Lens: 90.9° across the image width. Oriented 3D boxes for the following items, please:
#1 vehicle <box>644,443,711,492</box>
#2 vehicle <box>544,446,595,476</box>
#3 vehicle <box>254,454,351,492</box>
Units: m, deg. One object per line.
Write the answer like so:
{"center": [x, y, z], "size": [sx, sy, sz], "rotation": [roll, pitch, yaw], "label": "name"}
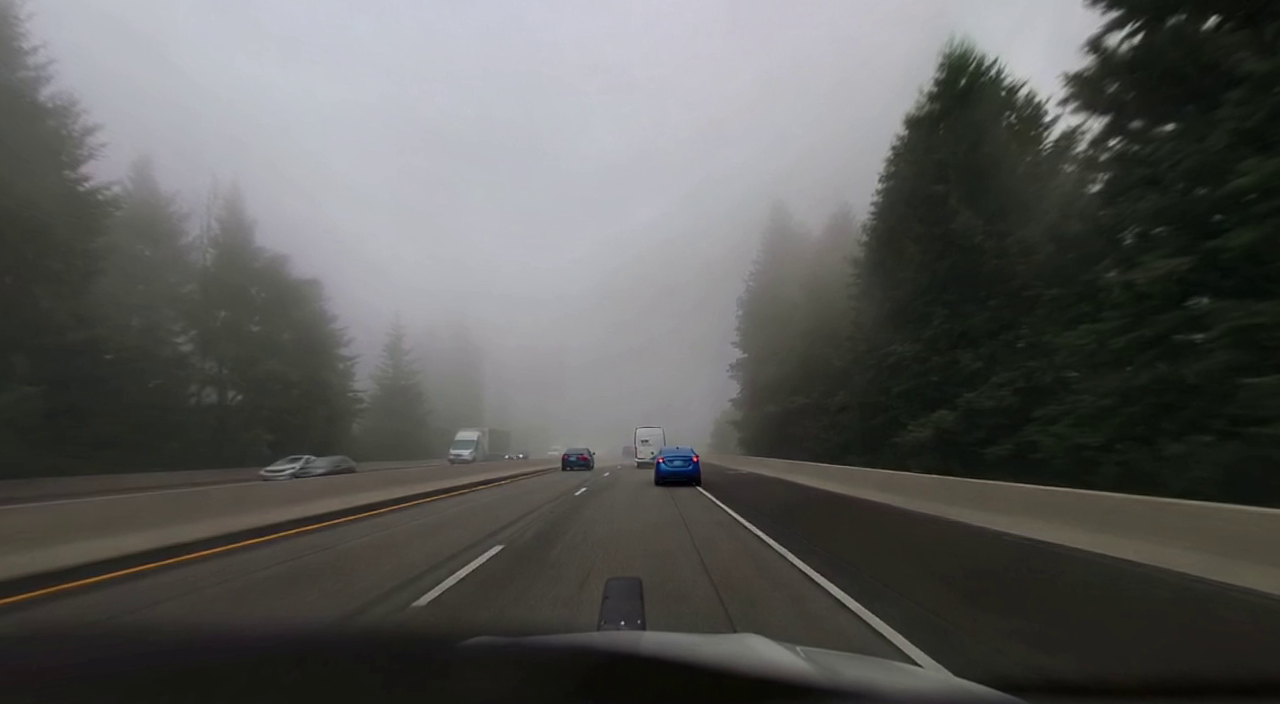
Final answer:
{"center": [1.161, 3.810, 21.074], "size": [2.012, 1.485, 3.649], "rotation": [0, -9, 0], "label": "vehicle"}
{"center": [-3.713, 5.839, 34.002], "size": [2.100, 1.514, 4.794], "rotation": [0, -9, 1], "label": "vehicle"}
{"center": [-15.146, 5.434, 28.620], "size": [1.829, 1.492, 4.389], "rotation": [-1, -9, 2], "label": "vehicle"}
